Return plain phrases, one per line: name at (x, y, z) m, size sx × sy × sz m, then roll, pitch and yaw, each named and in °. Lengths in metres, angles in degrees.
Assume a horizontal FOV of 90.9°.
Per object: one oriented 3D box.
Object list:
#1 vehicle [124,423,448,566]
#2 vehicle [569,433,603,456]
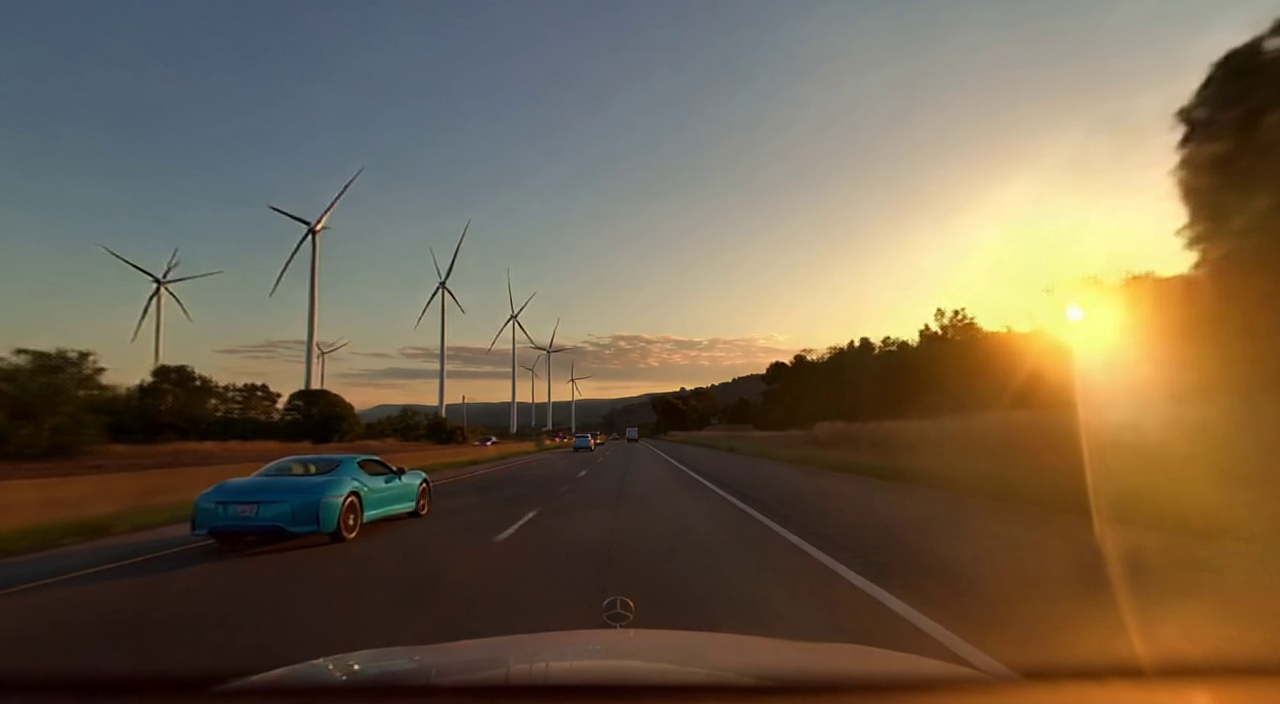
vehicle at (-4.192, 1.718, 8.457) m, size 1.969 × 1.413 × 4.194 m, roll 0°, pitch -8°, yaw -1°
vehicle at (-3.535, 6.159, 41.939) m, size 2.024 × 1.456 × 3.754 m, roll 0°, pitch -8°, yaw -2°
